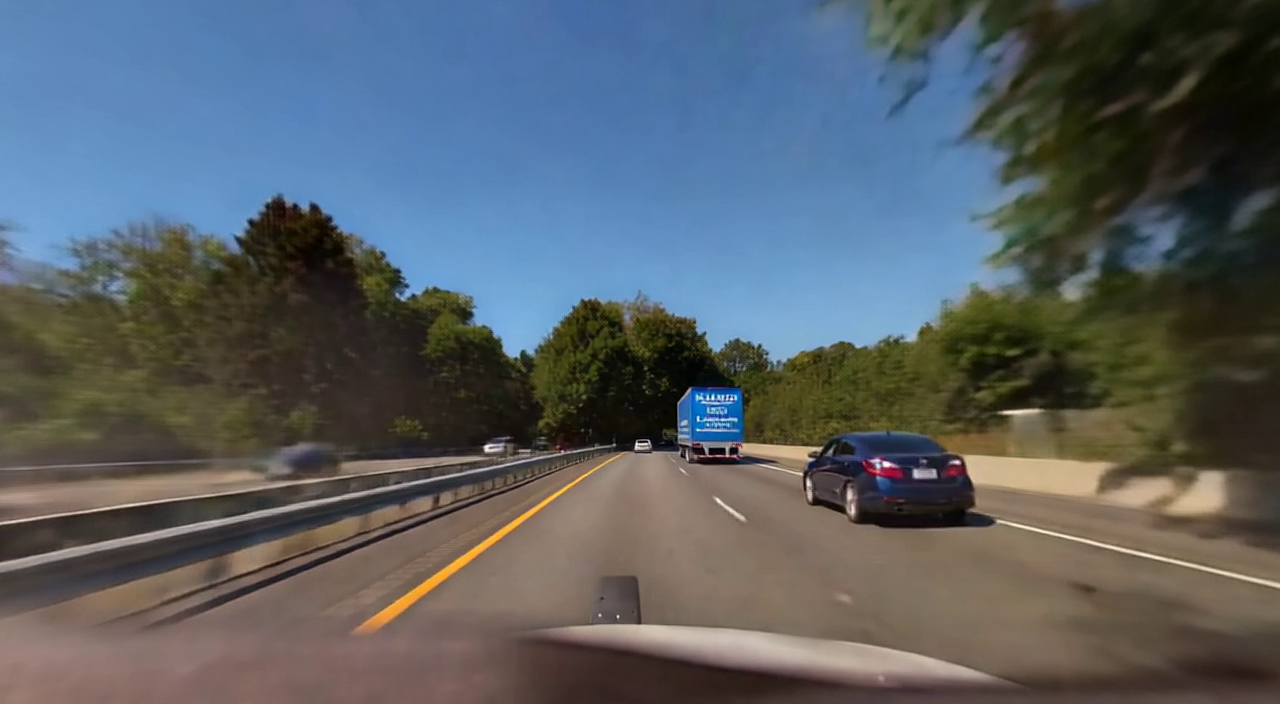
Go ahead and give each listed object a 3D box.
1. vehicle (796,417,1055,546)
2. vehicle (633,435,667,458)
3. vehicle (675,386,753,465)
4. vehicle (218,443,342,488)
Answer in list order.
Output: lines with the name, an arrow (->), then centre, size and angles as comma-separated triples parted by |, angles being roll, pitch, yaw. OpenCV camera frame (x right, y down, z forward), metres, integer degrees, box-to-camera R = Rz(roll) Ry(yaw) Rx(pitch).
vehicle -> 4.083, 1.886, 9.986 | 2.028, 1.573, 4.207 | 0, -8, -1
vehicle -> 0.703, 6.575, 43.915 | 2.209, 1.499, 4.144 | -1, -8, 1
vehicle -> 4.232, 4.730, 39.661 | 3.171, 4.072, 13.784 | 0, -8, 0
vehicle -> -13.600, 4.287, 24.228 | 1.967, 1.455, 4.695 | -1, -8, 1
